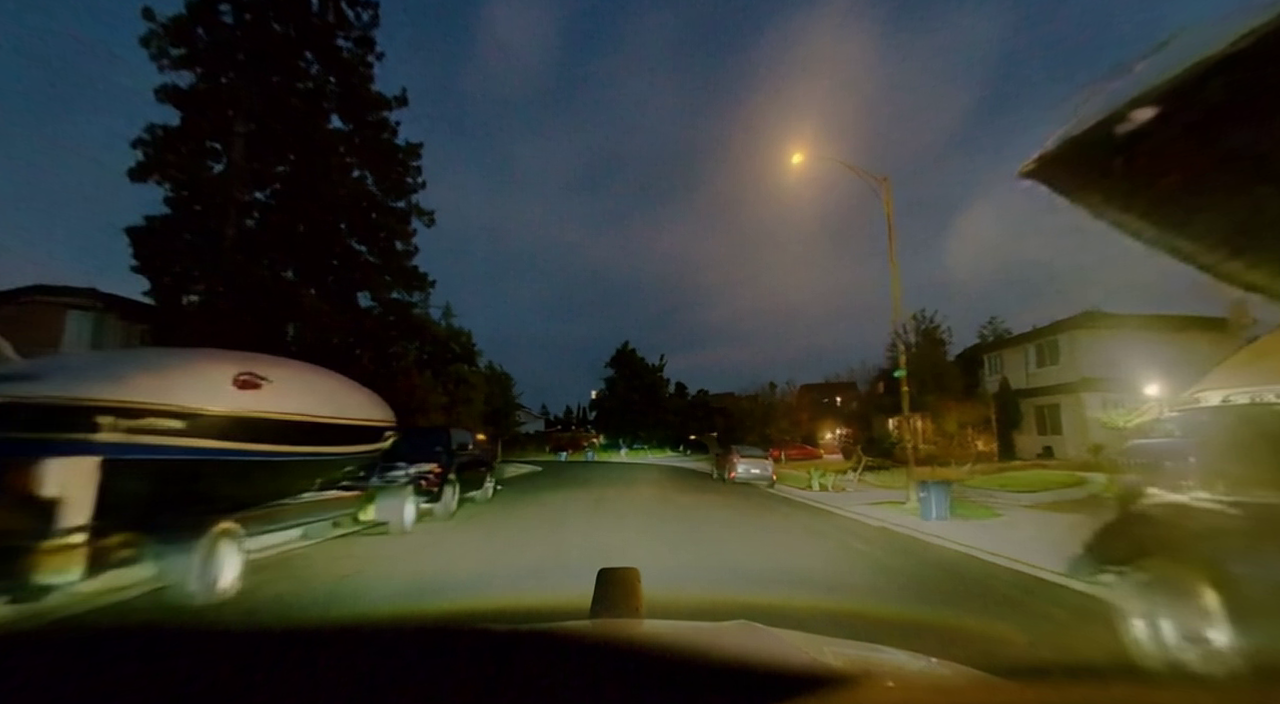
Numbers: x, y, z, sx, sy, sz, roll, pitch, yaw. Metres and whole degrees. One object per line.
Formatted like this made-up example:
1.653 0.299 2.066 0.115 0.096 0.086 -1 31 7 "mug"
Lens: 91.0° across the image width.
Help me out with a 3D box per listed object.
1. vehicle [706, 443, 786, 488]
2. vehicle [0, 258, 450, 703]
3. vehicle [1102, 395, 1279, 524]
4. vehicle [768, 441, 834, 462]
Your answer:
3.827 4.202 23.654 1.998 1.489 4.722 1 -9 -3 "vehicle"
-4.283 1.100 6.151 2.632 2.249 6.179 0 -9 3 "vehicle"
10.776 1.982 11.689 3.470 2.123 1.584 3 -9 -15 "vehicle"
11.647 7.216 45.651 4.252 1.429 1.907 3 -9 -20 "vehicle"
